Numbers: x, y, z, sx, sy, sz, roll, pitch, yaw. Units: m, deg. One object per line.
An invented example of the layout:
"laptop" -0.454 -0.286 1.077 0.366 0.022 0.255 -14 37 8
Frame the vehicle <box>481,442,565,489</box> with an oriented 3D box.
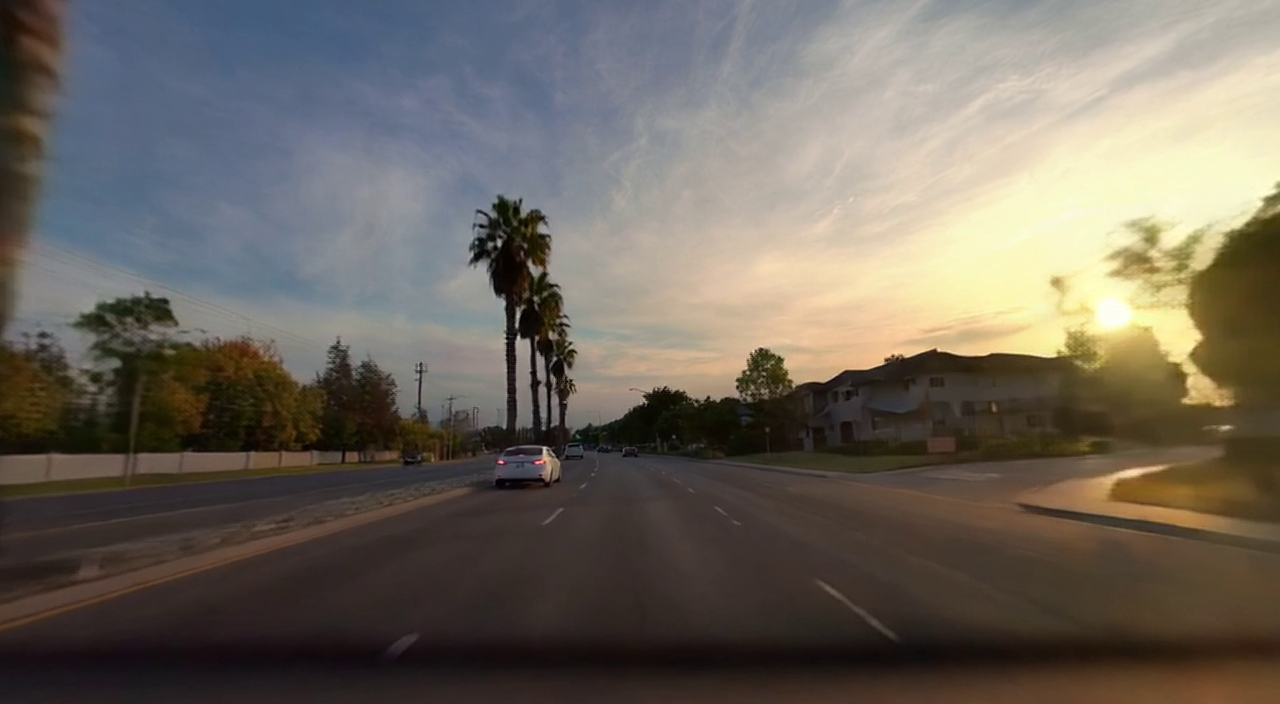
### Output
"vehicle" -3.944 3.941 22.198 2.108 1.475 4.555 0 -9 0
